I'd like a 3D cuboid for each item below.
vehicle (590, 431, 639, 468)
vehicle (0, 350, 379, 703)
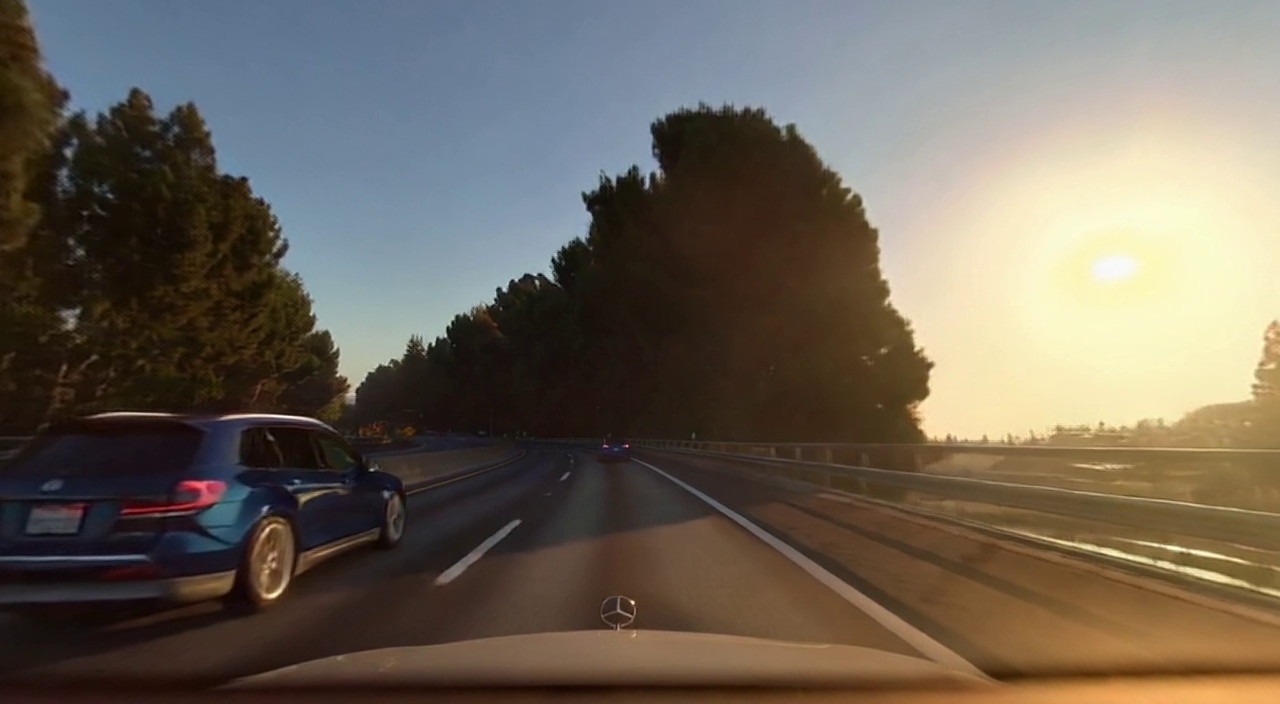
[{"bbox_3d":[-1.439,5.231,33.944,2.452,1.857,4.022,1,-8,-4],"label":"vehicle"},{"bbox_3d":[-4.246,1.232,5.351,2.053,1.847,4.760,0,-8,-1],"label":"vehicle"}]
